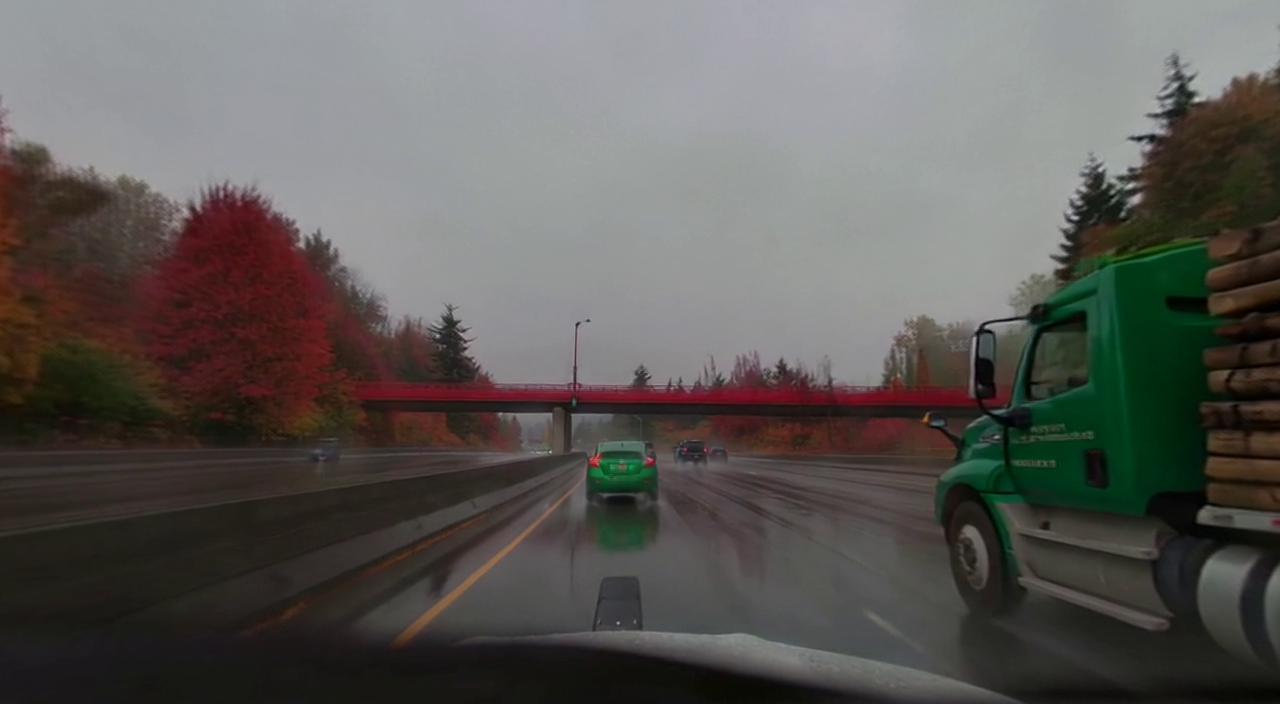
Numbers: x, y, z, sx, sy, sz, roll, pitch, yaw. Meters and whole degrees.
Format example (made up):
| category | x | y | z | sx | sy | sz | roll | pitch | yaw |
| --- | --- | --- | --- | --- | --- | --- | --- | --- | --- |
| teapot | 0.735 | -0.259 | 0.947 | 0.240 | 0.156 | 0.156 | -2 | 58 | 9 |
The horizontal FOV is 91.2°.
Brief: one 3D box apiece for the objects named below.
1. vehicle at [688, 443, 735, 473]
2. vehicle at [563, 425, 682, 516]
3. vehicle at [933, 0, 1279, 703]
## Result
| category | x | y | z | sx | sy | sz | roll | pitch | yaw |
| --- | --- | --- | --- | --- | --- | --- | --- | --- | --- |
| vehicle | 3.706 | 5.541 | 32.980 | 1.894 | 1.487 | 3.751 | 0 | -9 | -2 |
| vehicle | -0.342 | 2.575 | 14.034 | 2.259 | 1.699 | 4.015 | 0 | -9 | 0 |
| vehicle | 4.235 | -0.410 | 1.087 | 2.992 | 3.920 | 8.831 | 0 | -9 | -1 |
